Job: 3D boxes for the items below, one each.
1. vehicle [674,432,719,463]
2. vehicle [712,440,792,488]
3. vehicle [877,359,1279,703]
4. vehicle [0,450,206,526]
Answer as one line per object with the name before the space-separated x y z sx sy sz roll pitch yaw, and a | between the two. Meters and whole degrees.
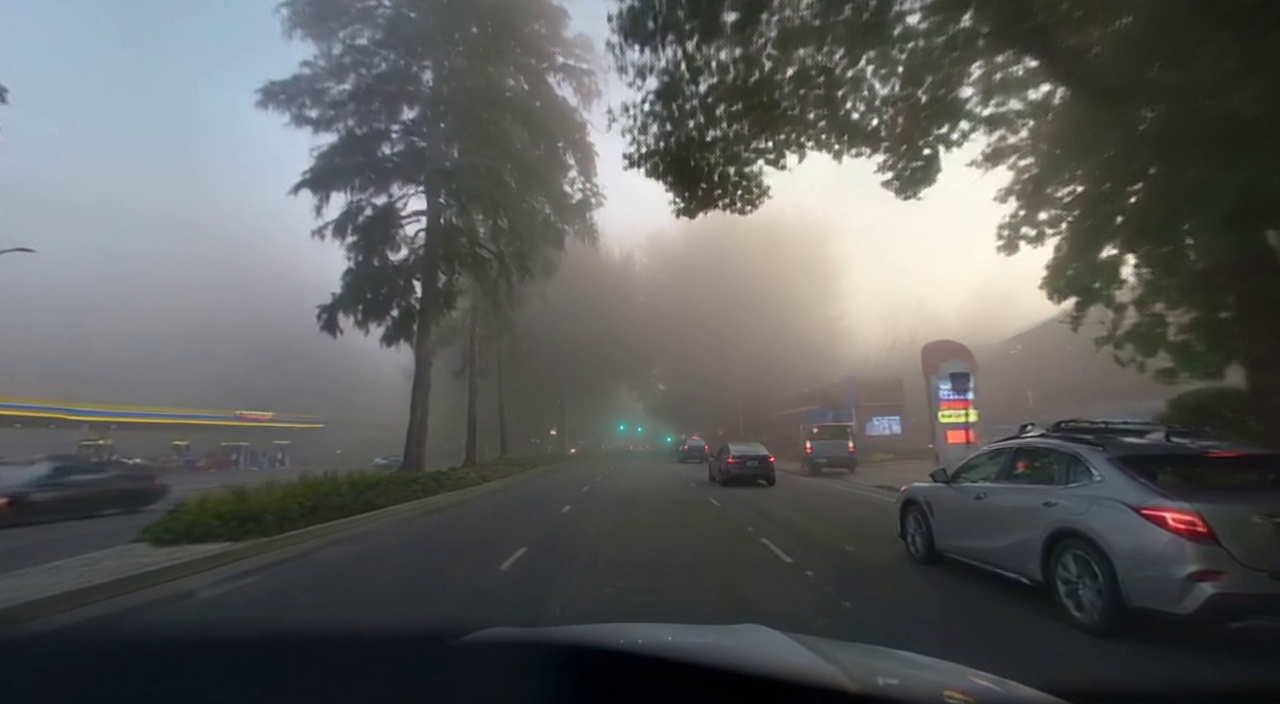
vehicle | 3.765 6.543 43.125 2.611 1.983 5.165 0 -8 0
vehicle | 3.654 3.719 21.297 1.871 1.442 4.122 0 -8 -1
vehicle | 3.641 1.151 4.570 1.875 1.665 4.931 0 -8 0
vehicle | -14.182 3.327 16.191 2.031 1.539 5.646 0 -8 0
